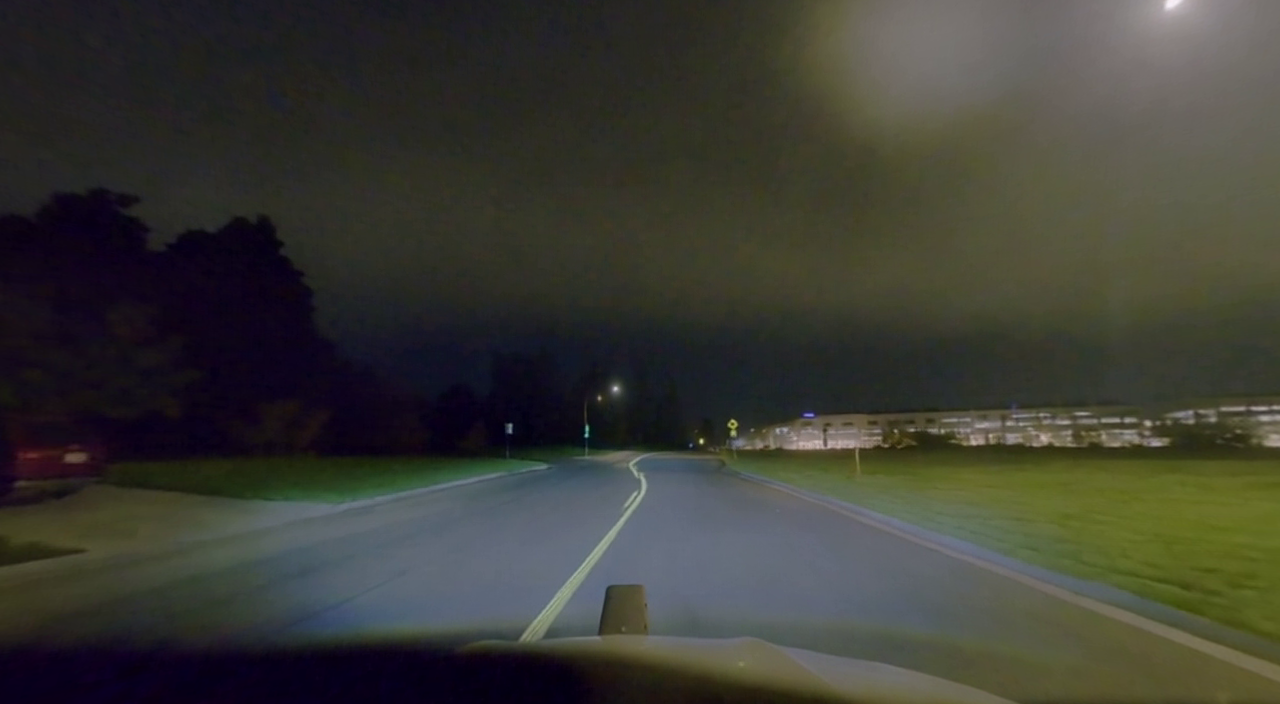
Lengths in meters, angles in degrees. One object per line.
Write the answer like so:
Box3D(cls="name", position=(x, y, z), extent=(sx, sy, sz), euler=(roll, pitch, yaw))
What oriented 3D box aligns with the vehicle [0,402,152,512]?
Box3D(cls="vehicle", position=(-11.985, 2.062, 12.559), extent=(2.244, 1.796, 5.170), euler=(6, -11, -24))
